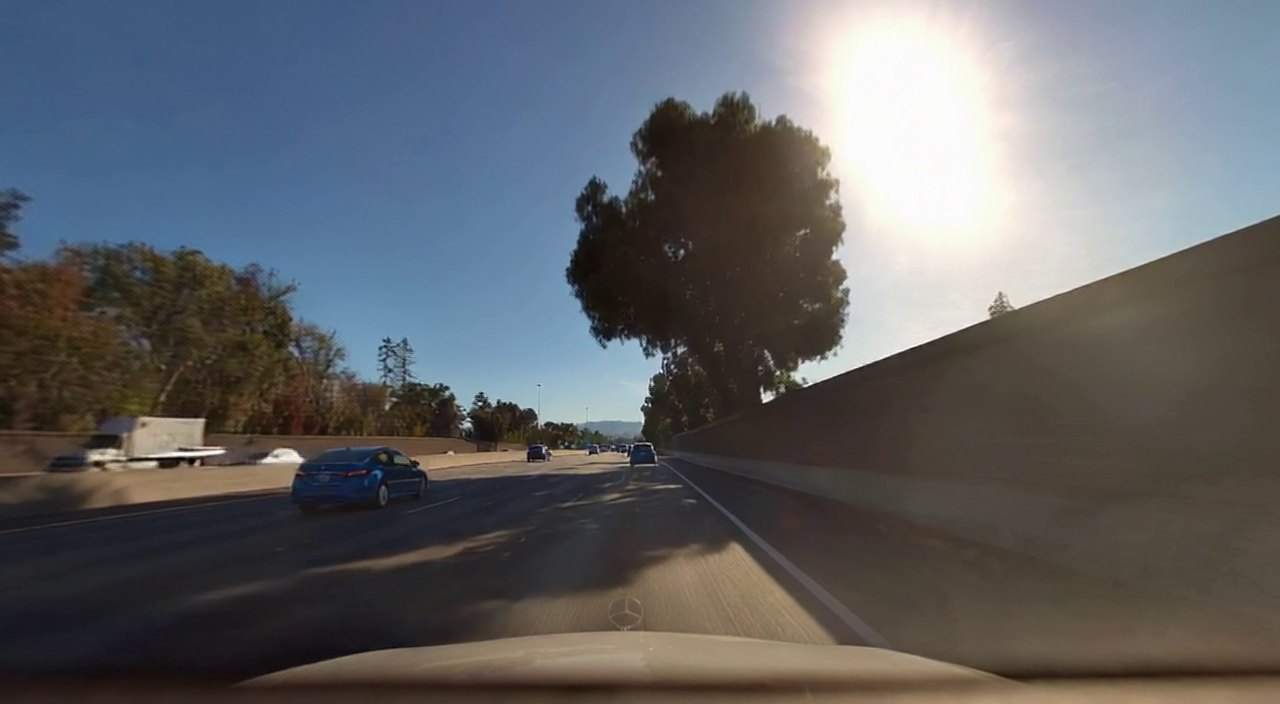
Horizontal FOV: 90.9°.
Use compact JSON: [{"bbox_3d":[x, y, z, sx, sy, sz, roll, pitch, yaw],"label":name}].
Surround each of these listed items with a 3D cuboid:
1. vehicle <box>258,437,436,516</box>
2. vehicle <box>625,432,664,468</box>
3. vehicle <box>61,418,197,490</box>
[{"bbox_3d":[-6.641,2.845,14.983,2.116,1.570,4.377,0,-8,0],"label":"vehicle"},{"bbox_3d":[0.243,6.190,40.073,2.318,2.145,4.561,0,-8,0],"label":"vehicle"},{"bbox_3d":[-16.904,3.387,21.074,1.677,2.162,3.235,-2,-9,2],"label":"vehicle"}]
